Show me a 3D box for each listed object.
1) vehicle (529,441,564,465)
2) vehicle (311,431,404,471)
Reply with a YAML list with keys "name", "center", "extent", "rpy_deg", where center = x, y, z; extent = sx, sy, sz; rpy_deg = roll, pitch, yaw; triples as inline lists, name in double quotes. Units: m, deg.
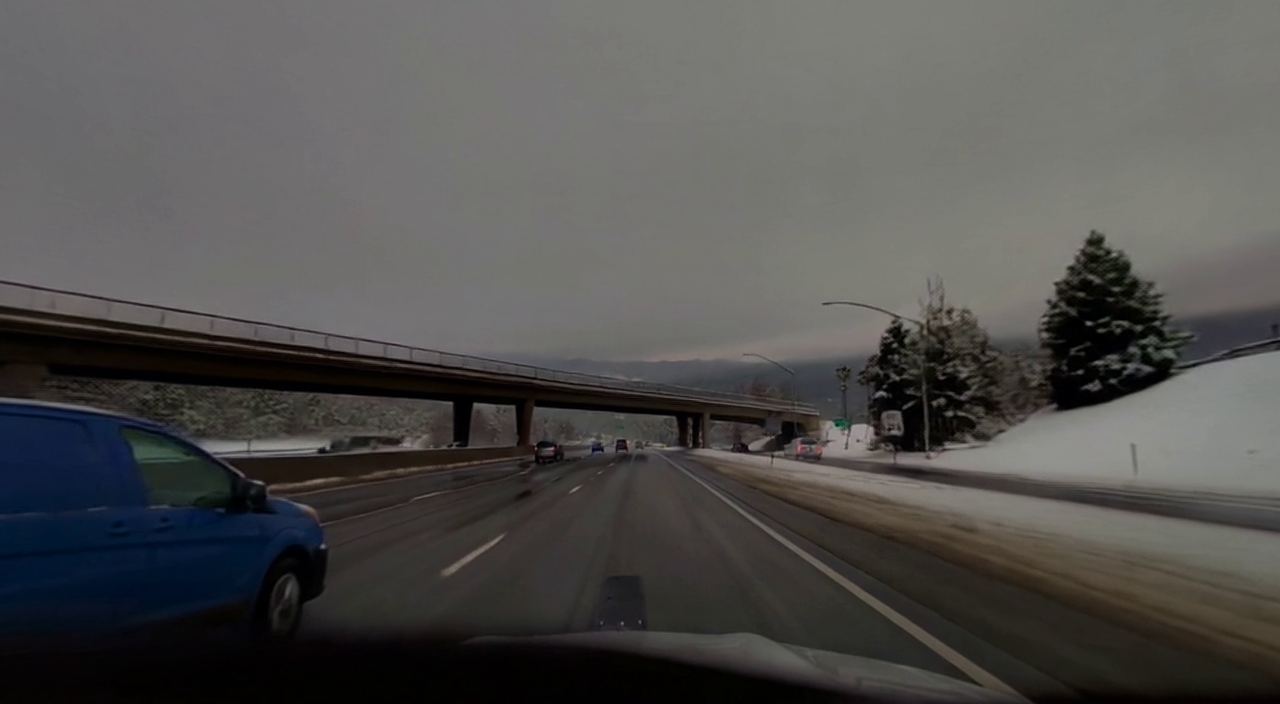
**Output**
- name: "vehicle"
  center: [-6.817, 7.412, 46.156]
  extent: [1.935, 1.633, 3.955]
  rpy_deg: [0, -8, 1]
- name: "vehicle"
  center: [-15.837, 5.594, 35.740]
  extent: [2.325, 2.027, 6.217]
  rpy_deg: [0, -8, 1]
